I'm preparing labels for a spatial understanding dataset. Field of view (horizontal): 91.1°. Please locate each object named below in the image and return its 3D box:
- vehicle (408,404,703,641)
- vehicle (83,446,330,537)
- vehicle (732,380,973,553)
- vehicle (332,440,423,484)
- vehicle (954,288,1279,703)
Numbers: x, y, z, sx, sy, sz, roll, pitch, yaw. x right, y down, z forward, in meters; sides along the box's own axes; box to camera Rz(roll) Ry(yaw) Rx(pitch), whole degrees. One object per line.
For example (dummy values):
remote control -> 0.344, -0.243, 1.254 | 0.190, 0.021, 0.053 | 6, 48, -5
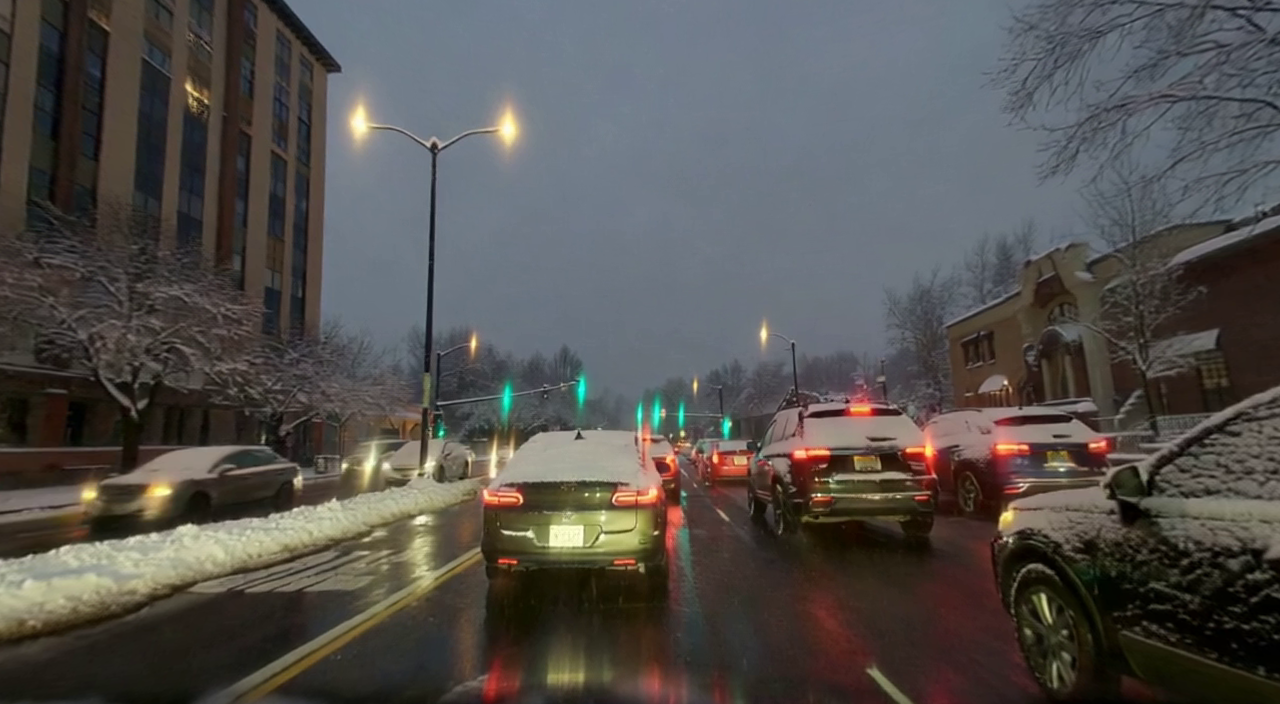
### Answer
vehicle -> -0.557, 1.520, 6.592 | 2.111, 1.676, 4.018 | 0, -9, 2
vehicle -> -9.349, 2.979, 14.194 | 2.179, 1.689, 4.558 | 0, -9, 2
vehicle -> 3.482, 2.073, 11.999 | 2.516, 2.481, 5.766 | 0, -9, -1
vehicle -> -12.647, 5.309, 30.676 | 2.314, 1.962, 4.891 | 0, -9, 0
vehicle -> 3.175, 0.766, 2.085 | 1.982, 1.960, 4.427 | 0, -9, 1
